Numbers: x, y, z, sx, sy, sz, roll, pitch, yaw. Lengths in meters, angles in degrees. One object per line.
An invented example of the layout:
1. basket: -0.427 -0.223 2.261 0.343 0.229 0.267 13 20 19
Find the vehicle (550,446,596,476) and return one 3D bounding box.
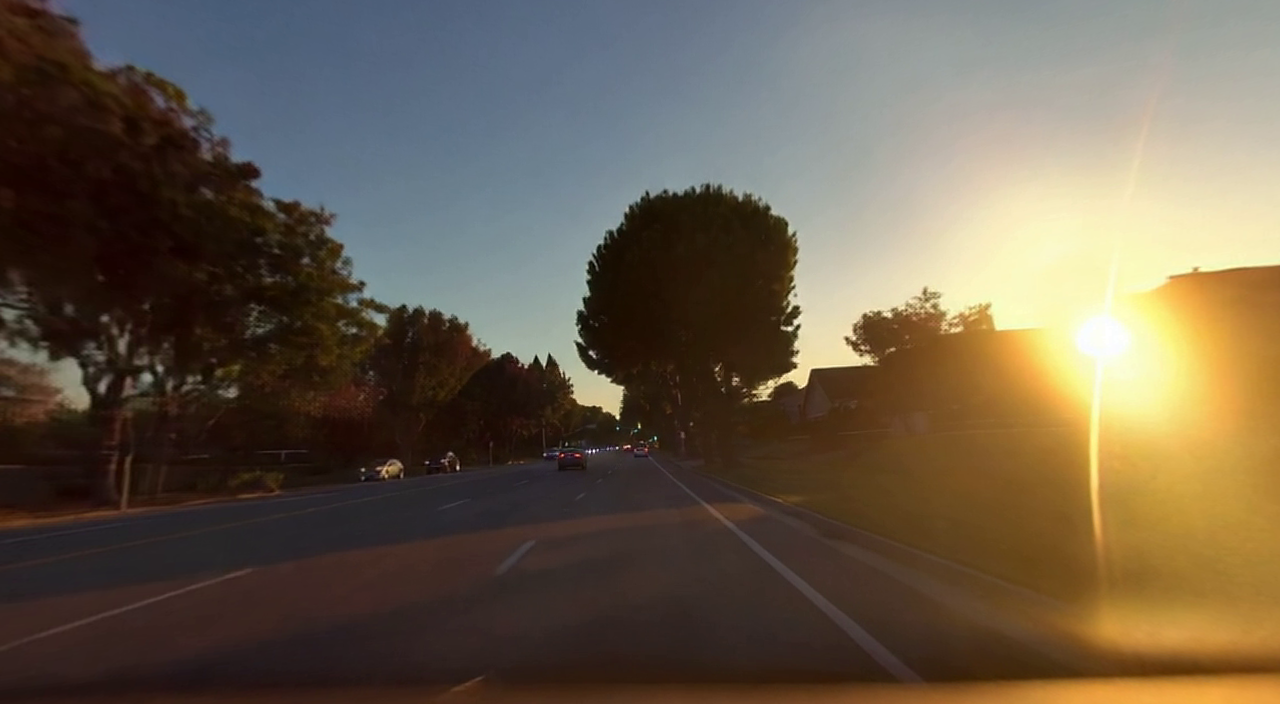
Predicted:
1. vehicle: -3.554 5.834 34.060 1.992 1.447 4.044 0 -8 0

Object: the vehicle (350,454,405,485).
1. vehicle: -17.530 7.825 42.372 1.948 1.602 4.544 -4 -7 -3
